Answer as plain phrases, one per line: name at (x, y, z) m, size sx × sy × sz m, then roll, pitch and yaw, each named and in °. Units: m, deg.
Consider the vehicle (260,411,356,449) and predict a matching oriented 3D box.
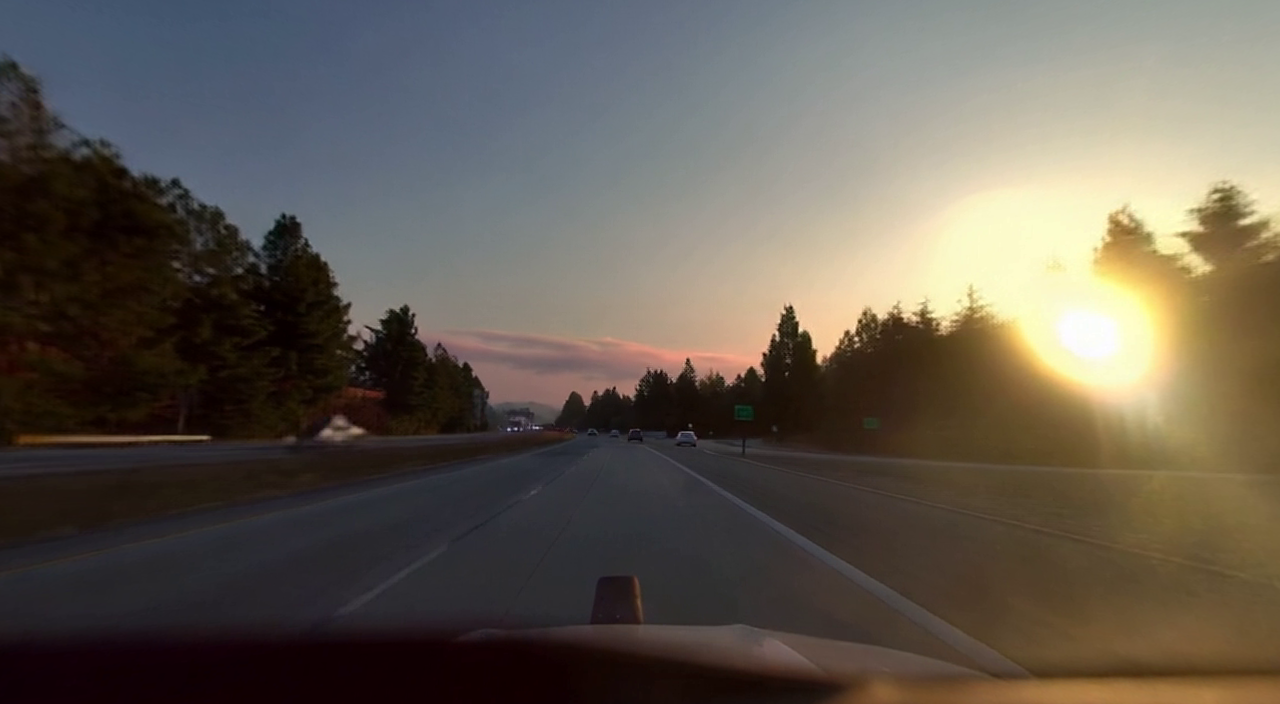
vehicle at (-13.778, 3.290, 26.434) m, size 1.932 × 1.439 × 4.007 m, roll 0°, pitch -8°, yaw -2°
